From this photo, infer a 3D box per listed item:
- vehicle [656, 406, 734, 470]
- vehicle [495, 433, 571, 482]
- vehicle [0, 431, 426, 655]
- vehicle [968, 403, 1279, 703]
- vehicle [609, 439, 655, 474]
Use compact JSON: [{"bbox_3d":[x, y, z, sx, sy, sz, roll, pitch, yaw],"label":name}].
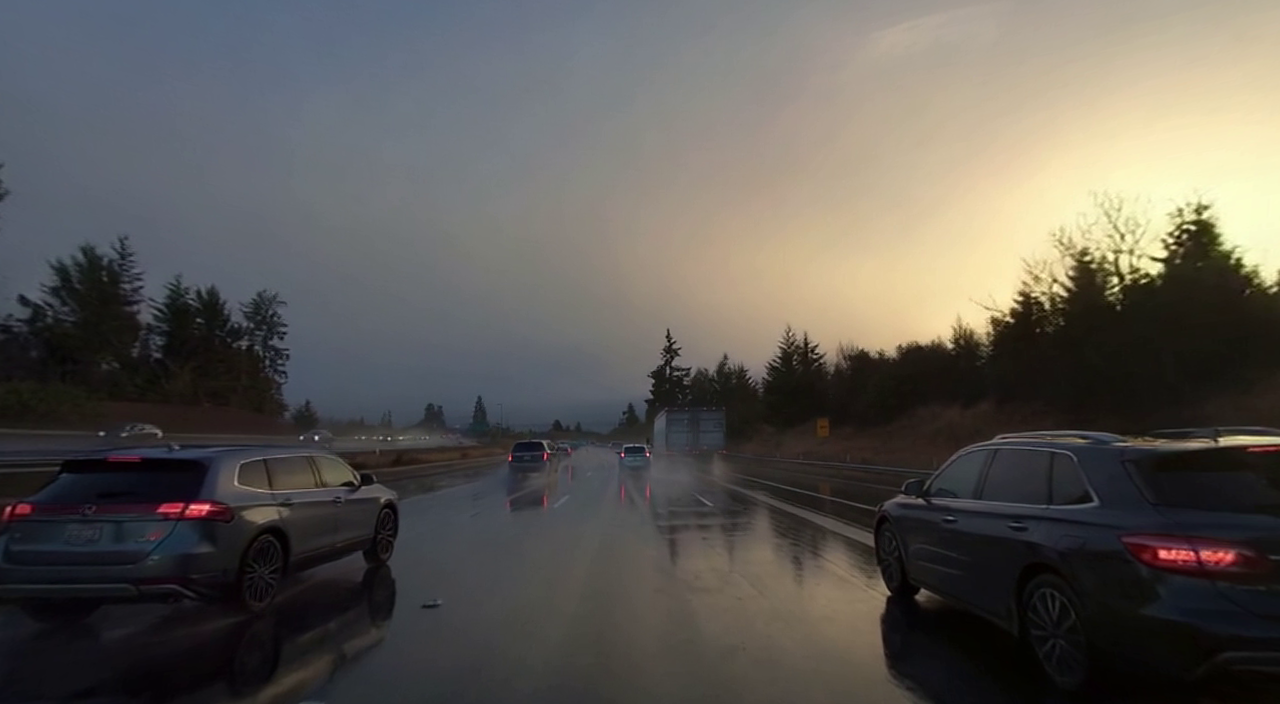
[{"bbox_3d":[2.976,5.323,38.473,3.426,3.279,12.313,0,-8,-1],"label":"vehicle"},{"bbox_3d":[-4.211,4.254,25.646,2.176,1.783,4.799,0,-9,1],"label":"vehicle"},{"bbox_3d":[-3.923,1.566,6.302,1.947,1.424,4.264,0,-9,2],"label":"vehicle"},{"bbox_3d":[3.230,0.917,2.007,2.031,1.504,4.327,0,-9,0],"label":"vehicle"},{"bbox_3d":[-0.425,5.414,32.902,2.235,1.682,4.094,0,-9,-1],"label":"vehicle"}]
